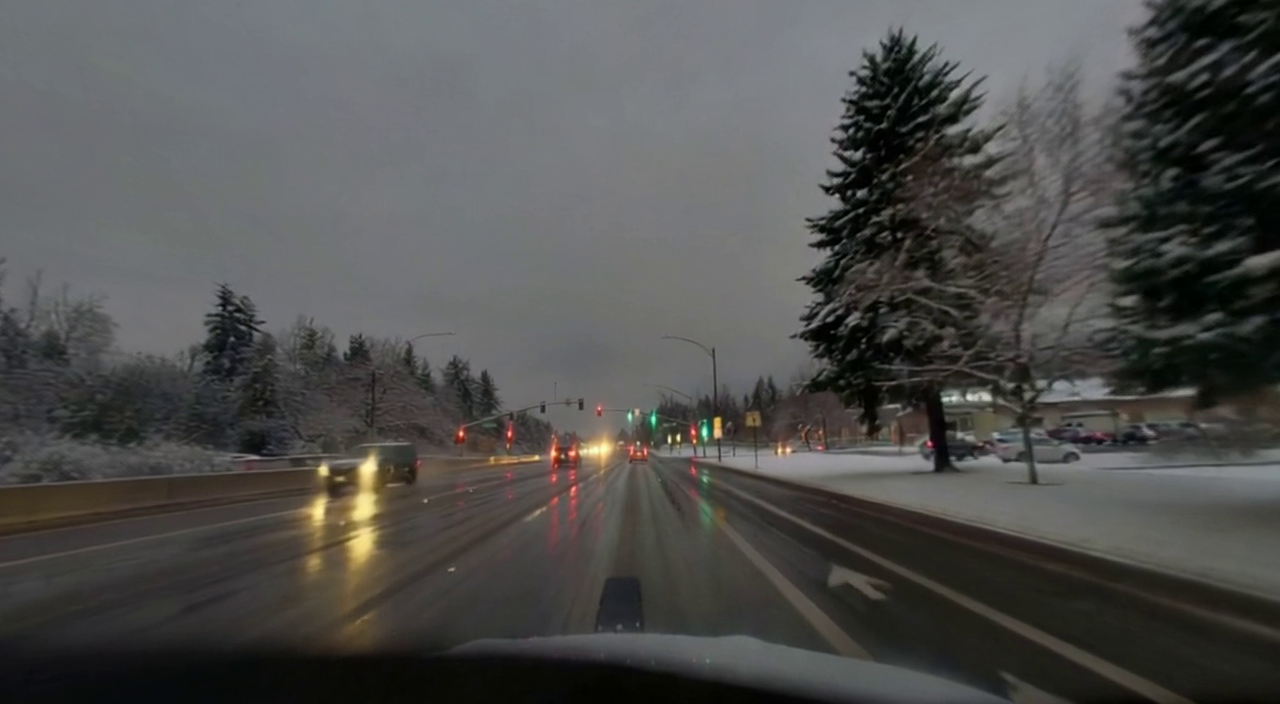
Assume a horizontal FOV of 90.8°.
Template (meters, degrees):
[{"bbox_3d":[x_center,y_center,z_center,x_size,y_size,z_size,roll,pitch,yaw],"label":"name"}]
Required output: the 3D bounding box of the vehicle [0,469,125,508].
[{"bbox_3d":[-25.040,5.807,27.024,4.410,1.477,1.838,-1,-9,1],"label":"vehicle"}]

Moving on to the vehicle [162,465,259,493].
[{"bbox_3d":[-25.152,7.429,37.096,4.217,1.466,1.999,0,-9,0],"label":"vehicle"}]

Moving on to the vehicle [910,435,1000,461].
[{"bbox_3d":[19.109,5.833,38.438,4.481,1.482,1.814,0,-9,-2],"label":"vehicle"}]

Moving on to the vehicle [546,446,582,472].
[{"bbox_3d":[-4.430,6.311,37.434,1.928,1.451,4.219,0,-9,-4],"label":"vehicle"}]

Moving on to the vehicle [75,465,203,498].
[{"bbox_3d":[-25.382,6.541,32.111,4.756,1.501,2.023,0,-9,0],"label":"vehicle"}]

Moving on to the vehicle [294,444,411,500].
[{"bbox_3d":[-9.902,4.139,22.209,1.971,1.744,4.399,0,-9,1],"label":"vehicle"}]

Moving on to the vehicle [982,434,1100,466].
[{"bbox_3d":[19.708,4.852,31.205,4.505,1.481,1.870,0,-9,0],"label":"vehicle"}]
